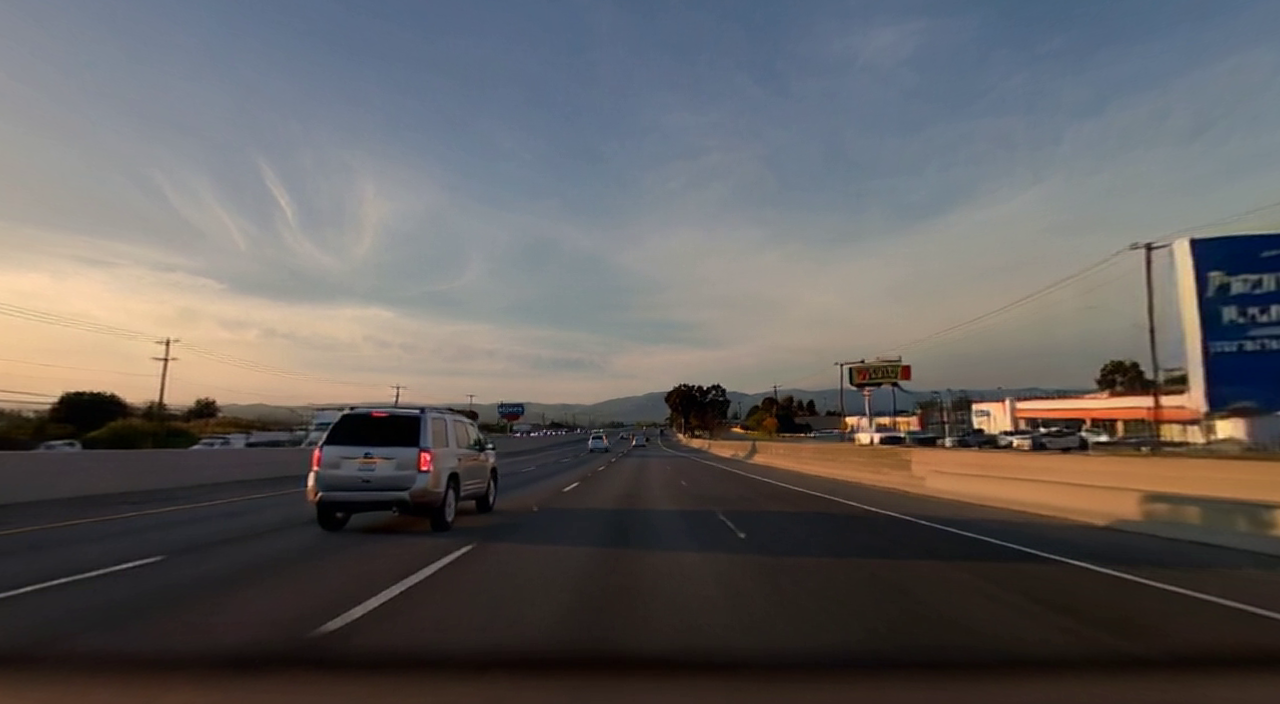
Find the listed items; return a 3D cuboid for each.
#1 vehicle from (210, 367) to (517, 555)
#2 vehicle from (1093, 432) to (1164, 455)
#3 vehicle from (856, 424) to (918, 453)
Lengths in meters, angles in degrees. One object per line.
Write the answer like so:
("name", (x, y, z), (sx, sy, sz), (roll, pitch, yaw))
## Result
("vehicle", (-3.826, 1.702, 10.401), (2.352, 2.209, 5.802), (0, -8, 1))
("vehicle", (38.253, 7.174, 49.426), (4.338, 1.705, 1.983), (2, -9, -13))
("vehicle", (16.669, 5.907, 42.862), (2.044, 1.792, 5.081), (0, -8, -1))
